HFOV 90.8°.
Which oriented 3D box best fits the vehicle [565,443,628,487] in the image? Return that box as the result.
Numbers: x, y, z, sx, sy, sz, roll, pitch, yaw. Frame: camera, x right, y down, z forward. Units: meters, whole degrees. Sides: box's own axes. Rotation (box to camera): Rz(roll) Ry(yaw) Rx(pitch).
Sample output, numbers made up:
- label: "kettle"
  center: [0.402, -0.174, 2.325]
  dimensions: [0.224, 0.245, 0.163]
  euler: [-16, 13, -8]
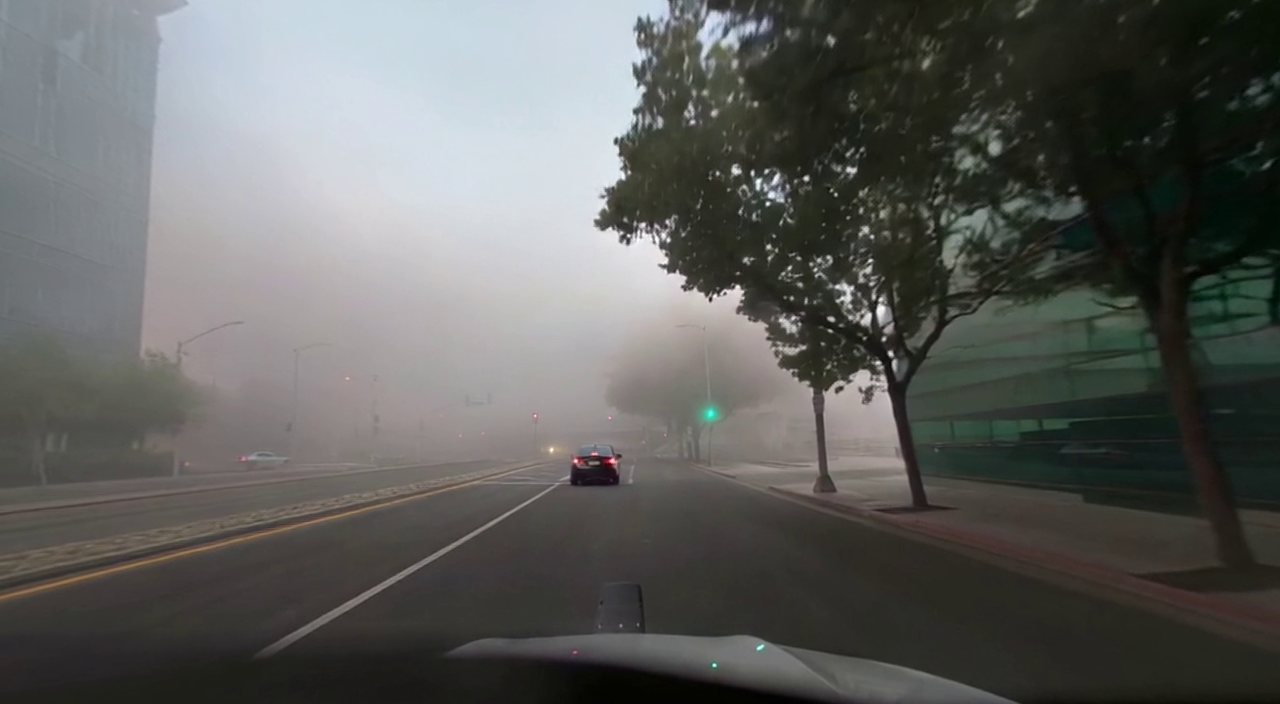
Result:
- label: "vehicle"
  center: [-1.571, 4.215, 23.948]
  dimensions: [2.154, 1.465, 4.532]
  euler: [0, -9, -2]
